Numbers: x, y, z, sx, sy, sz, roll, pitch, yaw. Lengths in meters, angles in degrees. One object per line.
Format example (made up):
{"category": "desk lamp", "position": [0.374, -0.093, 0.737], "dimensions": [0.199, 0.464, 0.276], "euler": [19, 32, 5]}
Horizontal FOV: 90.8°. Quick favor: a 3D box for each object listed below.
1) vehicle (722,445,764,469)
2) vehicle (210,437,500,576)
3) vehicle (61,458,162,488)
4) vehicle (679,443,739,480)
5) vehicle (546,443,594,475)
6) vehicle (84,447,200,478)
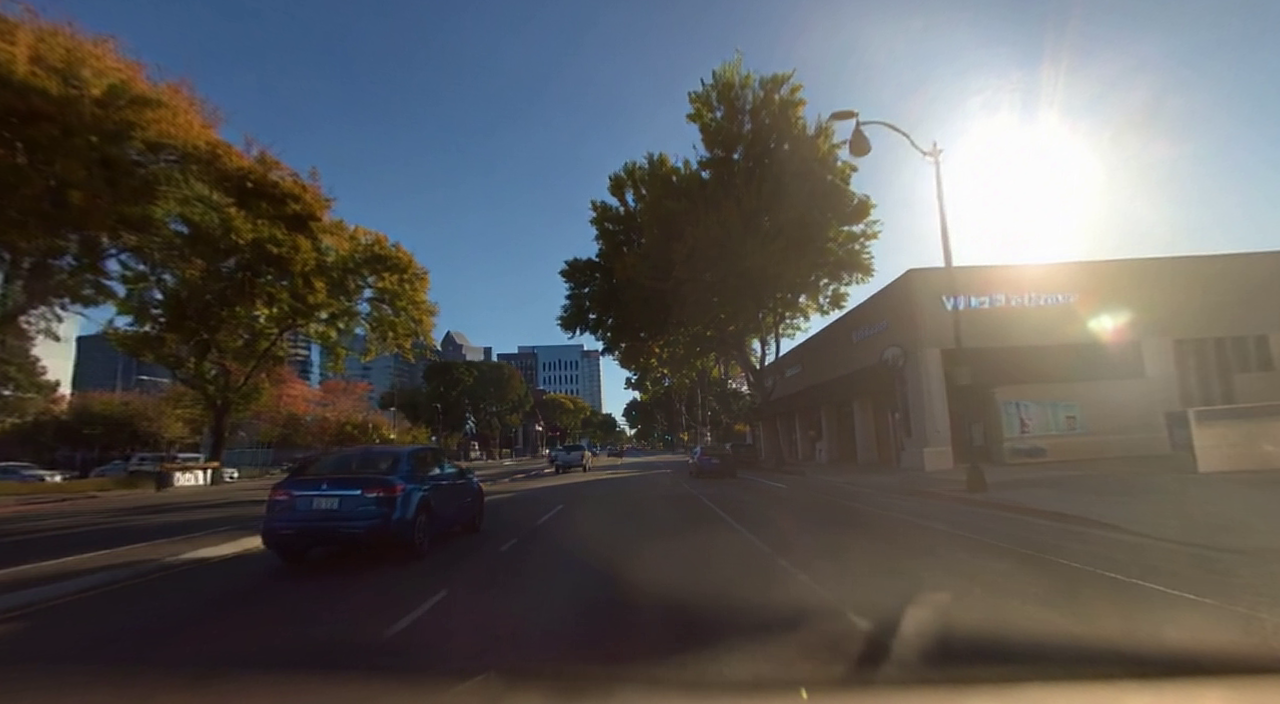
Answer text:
{"category": "vehicle", "position": [6.621, 6.798, 41.049], "dimensions": [1.896, 1.479, 4.416], "euler": [0, -9, -2]}
{"category": "vehicle", "position": [-3.540, 1.991, 9.012], "dimensions": [2.060, 1.466, 4.387], "euler": [0, -9, 0]}
{"category": "vehicle", "position": [-29.105, 6.664, 34.872], "dimensions": [3.907, 1.533, 1.829], "euler": [0, -9, -1]}
{"category": "vehicle", "position": [2.929, 4.762, 27.744], "dimensions": [1.961, 1.482, 4.538], "euler": [0, -9, -2]}
{"category": "vehicle", "position": [-3.869, 6.005, 35.680], "dimensions": [2.145, 1.694, 4.642], "euler": [0, -8, 1]}
{"category": "vehicle", "position": [-29.488, 6.524, 37.523], "dimensions": [4.987, 1.709, 2.267], "euler": [-1, -9, 2]}
